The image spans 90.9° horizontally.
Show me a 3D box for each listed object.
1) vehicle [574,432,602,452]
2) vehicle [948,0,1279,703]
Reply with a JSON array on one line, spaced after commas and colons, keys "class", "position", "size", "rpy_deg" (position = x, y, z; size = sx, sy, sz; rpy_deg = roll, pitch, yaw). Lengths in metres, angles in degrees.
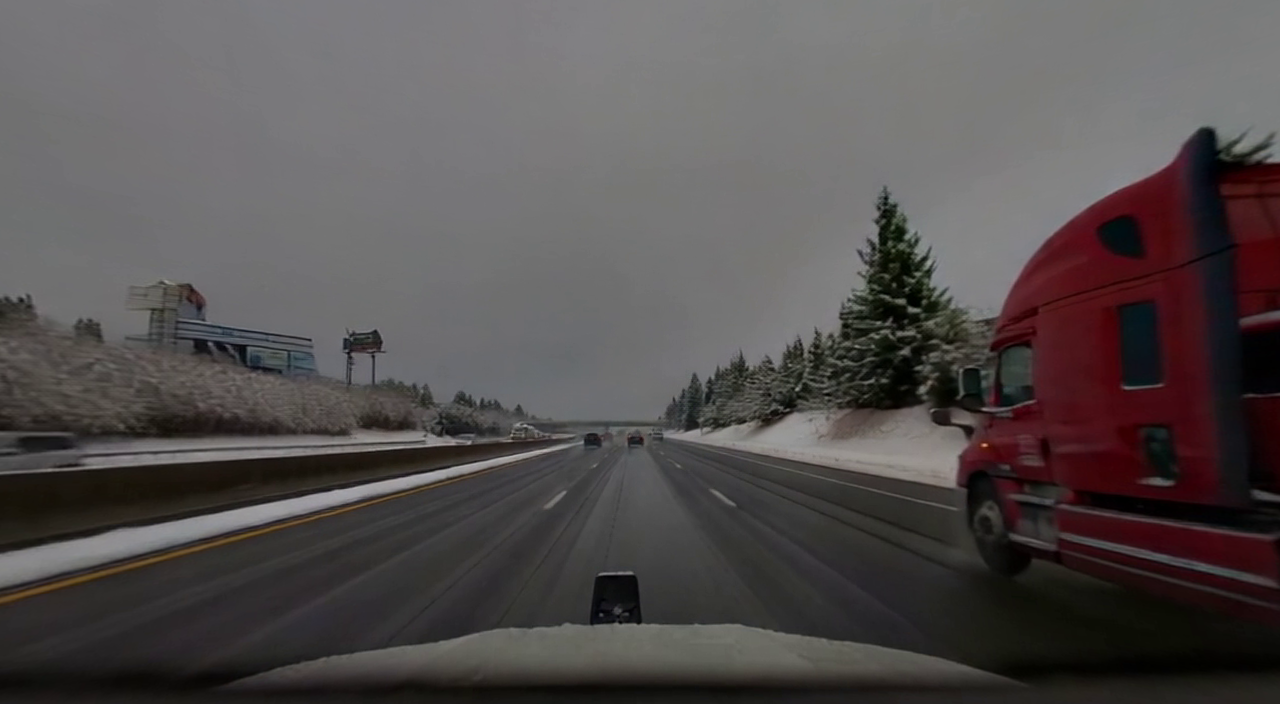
[{"class": "vehicle", "position": [-4.017, 6.965, 48.867], "size": [1.930, 1.484, 3.849], "rpy_deg": [0, -8, -1]}, {"class": "vehicle", "position": [3.834, -0.266, 1.420], "size": [3.027, 3.796, 6.035], "rpy_deg": [0, -8, -1]}]
